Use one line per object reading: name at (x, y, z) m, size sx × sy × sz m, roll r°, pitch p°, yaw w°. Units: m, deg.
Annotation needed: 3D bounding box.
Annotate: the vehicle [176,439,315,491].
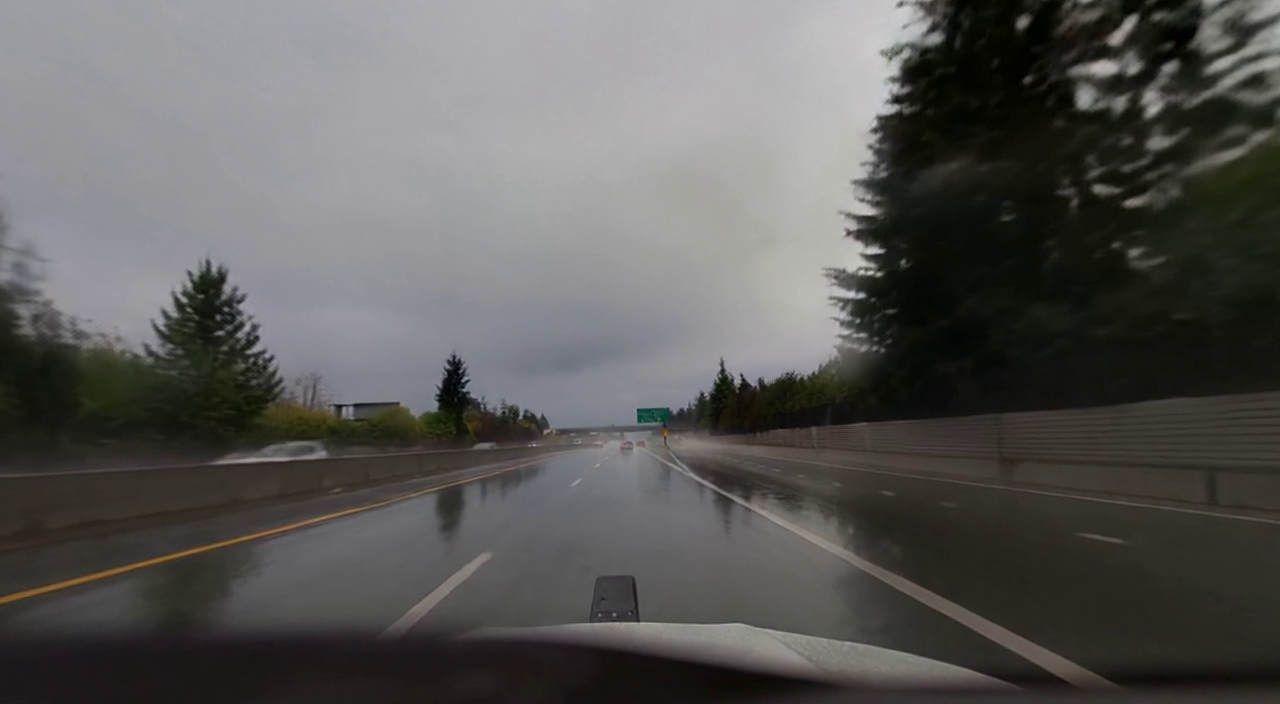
vehicle at (-12.791, 3.651, 20.807) m, size 1.954 × 1.492 × 4.196 m, roll 0°, pitch -8°, yaw -1°
